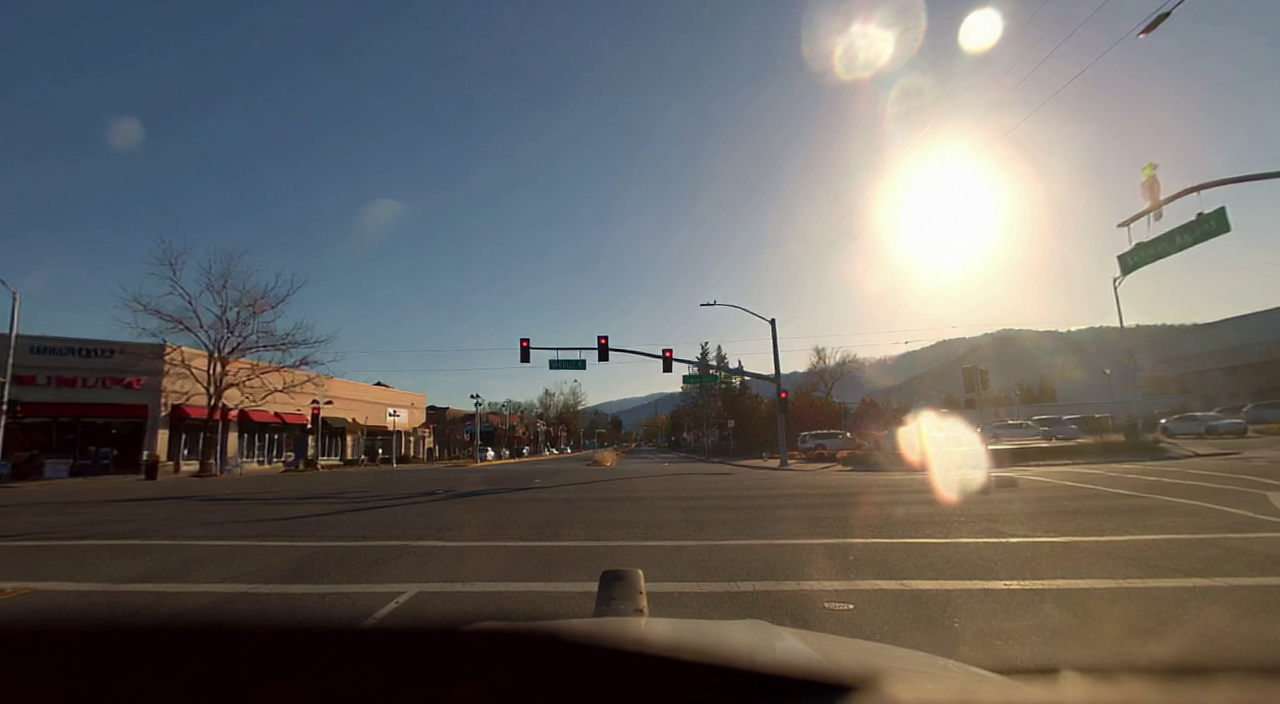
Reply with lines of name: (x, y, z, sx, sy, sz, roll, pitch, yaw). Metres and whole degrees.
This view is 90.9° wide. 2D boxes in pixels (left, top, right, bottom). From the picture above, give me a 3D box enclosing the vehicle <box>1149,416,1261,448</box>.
vehicle: (28.257, 4.073, 31.723, 1.799, 1.459, 4.266, 0, -8, 3)
